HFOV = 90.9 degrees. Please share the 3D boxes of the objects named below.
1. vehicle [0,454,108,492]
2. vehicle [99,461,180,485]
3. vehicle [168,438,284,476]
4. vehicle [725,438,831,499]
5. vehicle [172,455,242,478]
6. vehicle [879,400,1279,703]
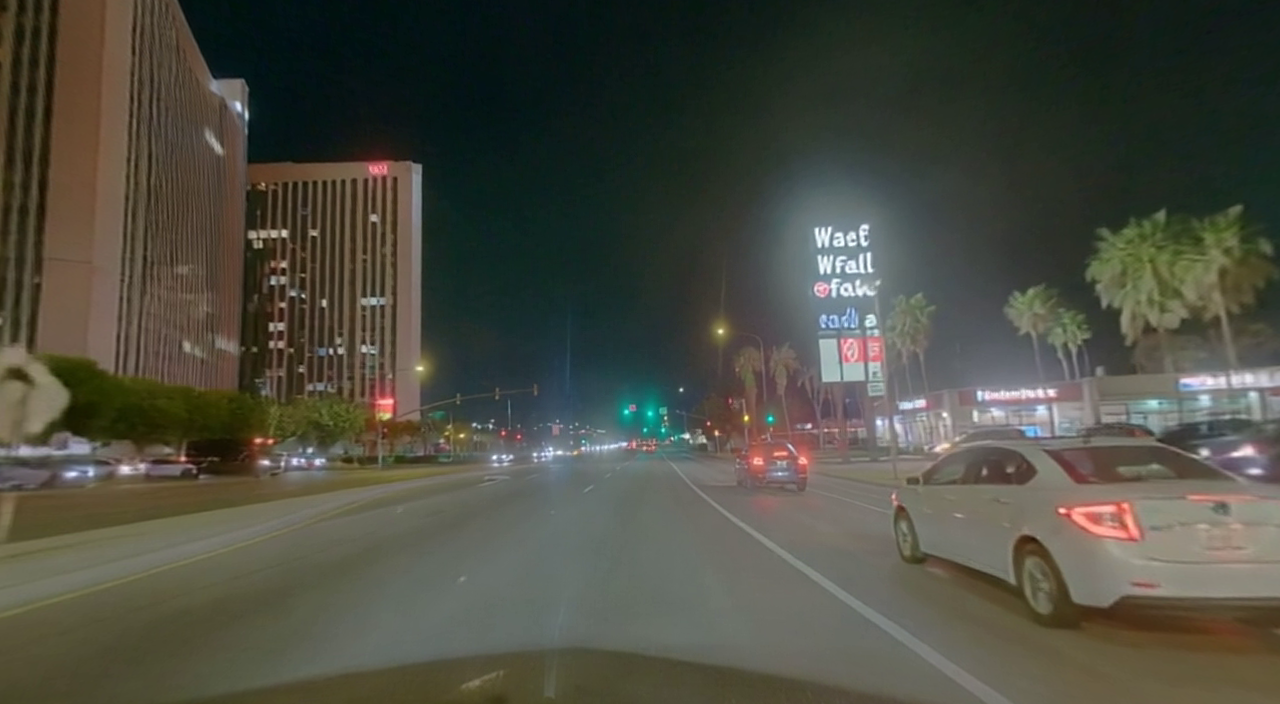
[{"bbox_3d":[-31.984,6.443,33.678,4.978,1.873,2.164,0,-8,-1],"label":"vehicle"},{"bbox_3d":[-31.382,7.562,39.642,1.703,1.328,4.065,0,-8,1],"label":"vehicle"},{"bbox_3d":[-30.758,7.785,46.989,7.019,2.687,2.419,-1,-8,4],"label":"vehicle"},{"bbox_3d":[3.694,3.209,17.814,1.870,1.467,4.800,0,-8,0],"label":"vehicle"},{"bbox_3d":[-29.465,7.790,43.062,1.966,1.430,4.309,0,-9,-4],"label":"vehicle"},{"bbox_3d":[3.677,1.294,5.023,1.931,1.534,4.126,0,-8,0],"label":"vehicle"}]
